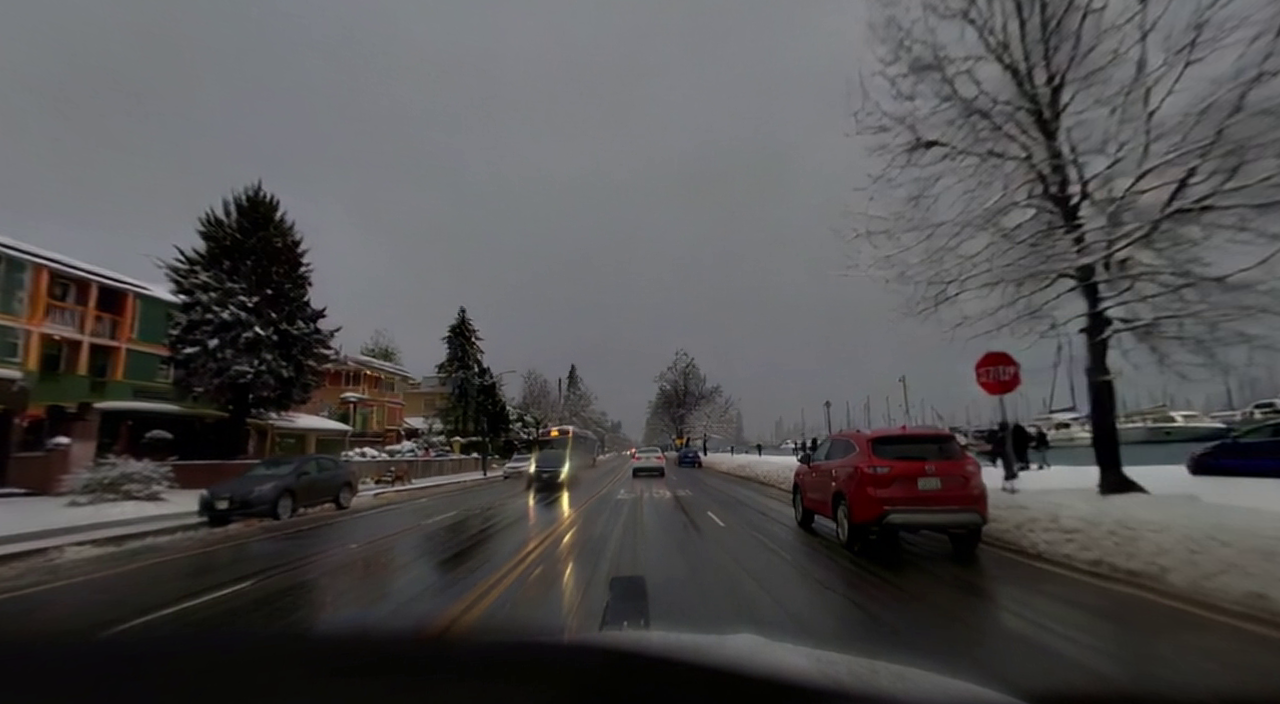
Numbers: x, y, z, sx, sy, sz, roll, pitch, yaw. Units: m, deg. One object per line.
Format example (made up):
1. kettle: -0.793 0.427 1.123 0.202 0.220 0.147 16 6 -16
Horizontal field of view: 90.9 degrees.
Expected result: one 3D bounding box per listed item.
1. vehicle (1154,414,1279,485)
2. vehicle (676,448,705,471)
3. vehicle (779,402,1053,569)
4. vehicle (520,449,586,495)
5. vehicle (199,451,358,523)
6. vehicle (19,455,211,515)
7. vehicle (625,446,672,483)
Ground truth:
1. vehicle: 15.124 2.230 14.749 1.967 1.526 5.016 -4 -9 1
2. vehicle: 3.874 8.325 48.988 1.876 1.626 3.851 0 -9 -1
3. vehicle: 3.508 1.800 9.159 2.000 1.809 4.405 -1 -9 1
4. vehicle: -3.218 4.512 24.083 1.893 1.583 4.107 -1 -9 1
5. vehicle: -10.755 3.983 19.281 2.107 1.868 4.690 0 -9 -1
6. vehicle: -17.445 4.414 21.178 4.371 1.813 2.086 1 -9 -6
7. vehicle: 0.375 5.440 30.713 2.132 1.632 3.838 0 -9 0
